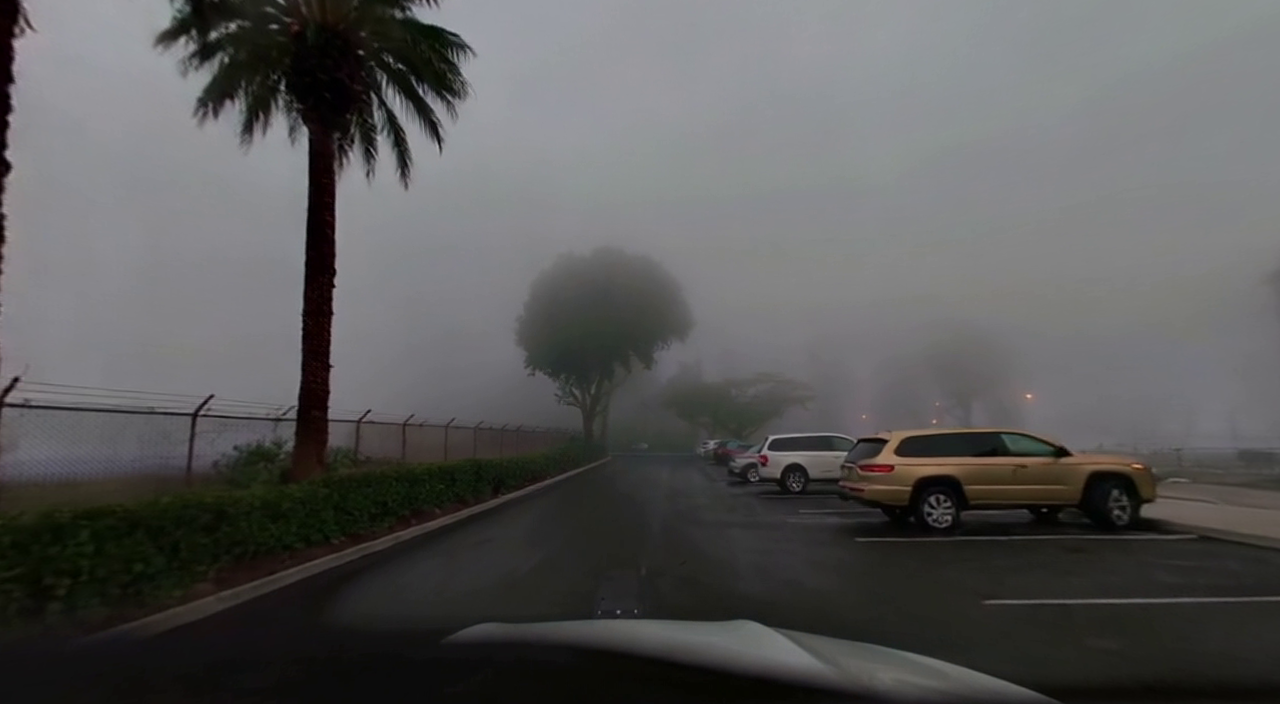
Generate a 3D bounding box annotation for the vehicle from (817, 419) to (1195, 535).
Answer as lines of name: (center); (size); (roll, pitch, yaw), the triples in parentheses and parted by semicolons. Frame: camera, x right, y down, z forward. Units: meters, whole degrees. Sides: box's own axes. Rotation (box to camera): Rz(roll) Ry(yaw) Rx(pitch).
vehicle: (6.146, 2.144, 11.154); (5.381, 1.826, 2.047); (0, -9, -2)
